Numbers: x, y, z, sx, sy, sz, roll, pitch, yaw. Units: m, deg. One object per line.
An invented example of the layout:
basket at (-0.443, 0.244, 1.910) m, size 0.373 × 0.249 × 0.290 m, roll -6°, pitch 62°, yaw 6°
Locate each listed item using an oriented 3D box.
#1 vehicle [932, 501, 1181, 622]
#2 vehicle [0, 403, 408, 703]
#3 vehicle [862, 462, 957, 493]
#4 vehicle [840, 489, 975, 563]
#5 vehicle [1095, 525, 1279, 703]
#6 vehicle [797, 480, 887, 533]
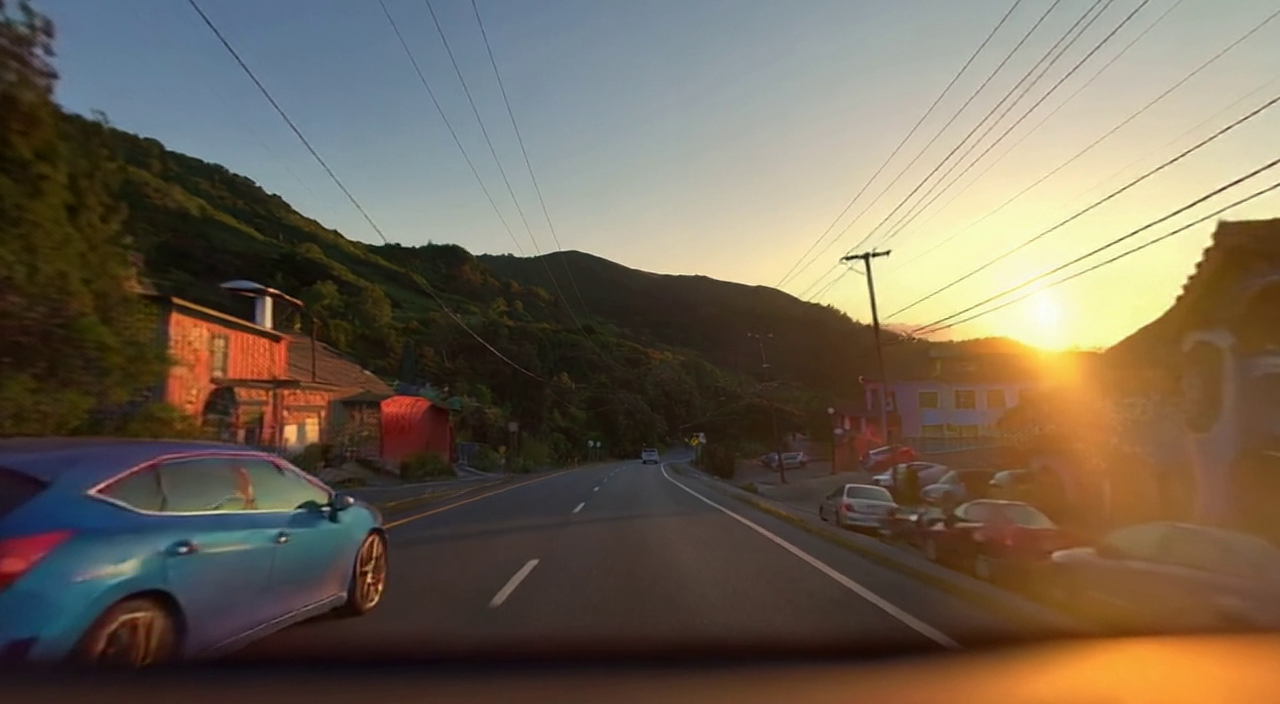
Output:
vehicle at (7.301, 3.685, 11.716) m, size 1.896 × 1.451 × 4.070 m, roll 0°, pitch -9°, yaw 2°
vehicle at (-2.959, 1.106, 3.204) m, size 1.972 × 1.496 × 4.150 m, roll 0°, pitch -9°, yaw 0°
vehicle at (16.806, 7.838, 39.606) m, size 4.995 × 1.794 × 2.020 m, roll -1°, pitch -9°, yaw 3°
vehicle at (7.101, 4.648, 17.359) m, size 1.791 × 1.445 × 4.412 m, roll 0°, pitch -9°, yaw 0°
vehicle at (7.172, 2.792, 6.553) m, size 1.849 × 1.439 × 4.143 m, roll 0°, pitch -9°, yaw 1°
vehicle at (7.281, 5.587, 23.204) m, size 1.976 × 1.563 × 3.852 m, roll 0°, pitch -9°, yaw -1°
